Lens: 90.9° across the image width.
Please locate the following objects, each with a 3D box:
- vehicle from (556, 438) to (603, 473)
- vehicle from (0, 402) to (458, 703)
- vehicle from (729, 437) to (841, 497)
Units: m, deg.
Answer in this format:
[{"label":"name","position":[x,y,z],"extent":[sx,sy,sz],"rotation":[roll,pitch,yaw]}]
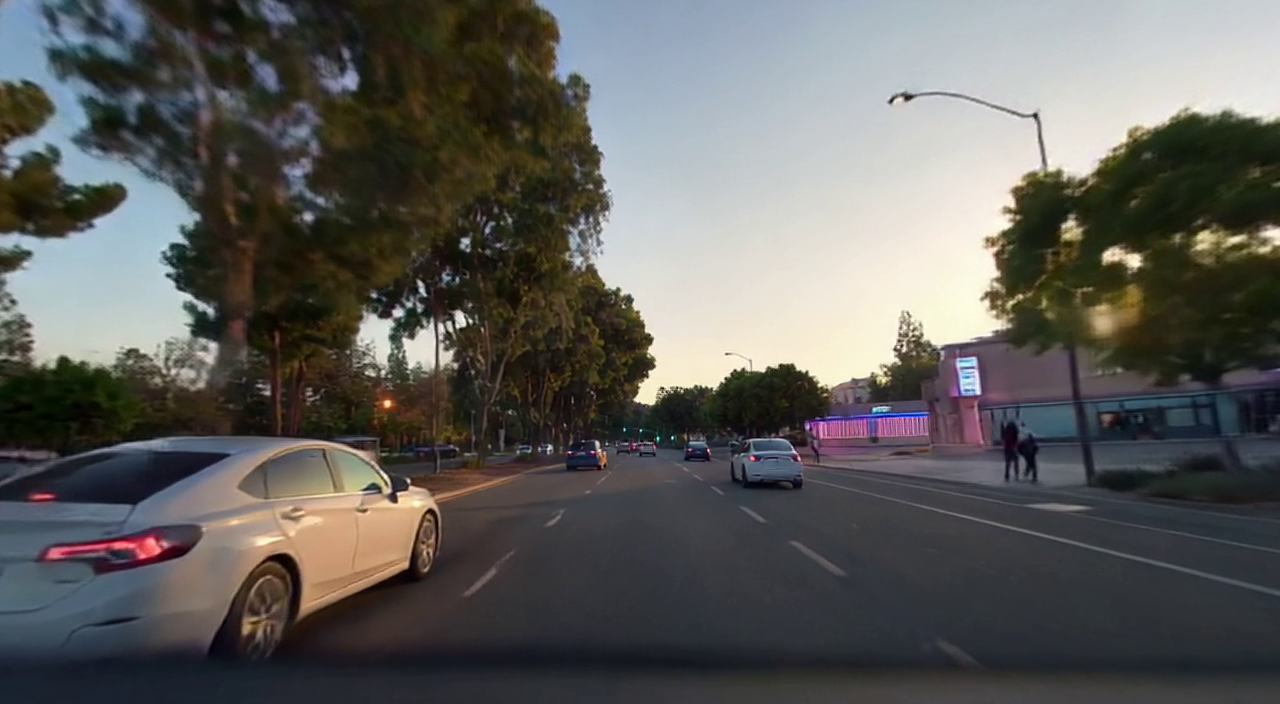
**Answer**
[{"label":"vehicle","position":[-3.134,5.461,33.569],"extent":[1.981,1.731,4.360],"rotation":[0,-8,1]},{"label":"vehicle","position":[-2.990,1.218,4.124],"extent":[2.082,1.460,4.922],"rotation":[0,-8,1]},{"label":"vehicle","position":[3.966,3.232,18.149],"extent":[2.036,1.480,4.659],"rotation":[0,-8,-1]}]
